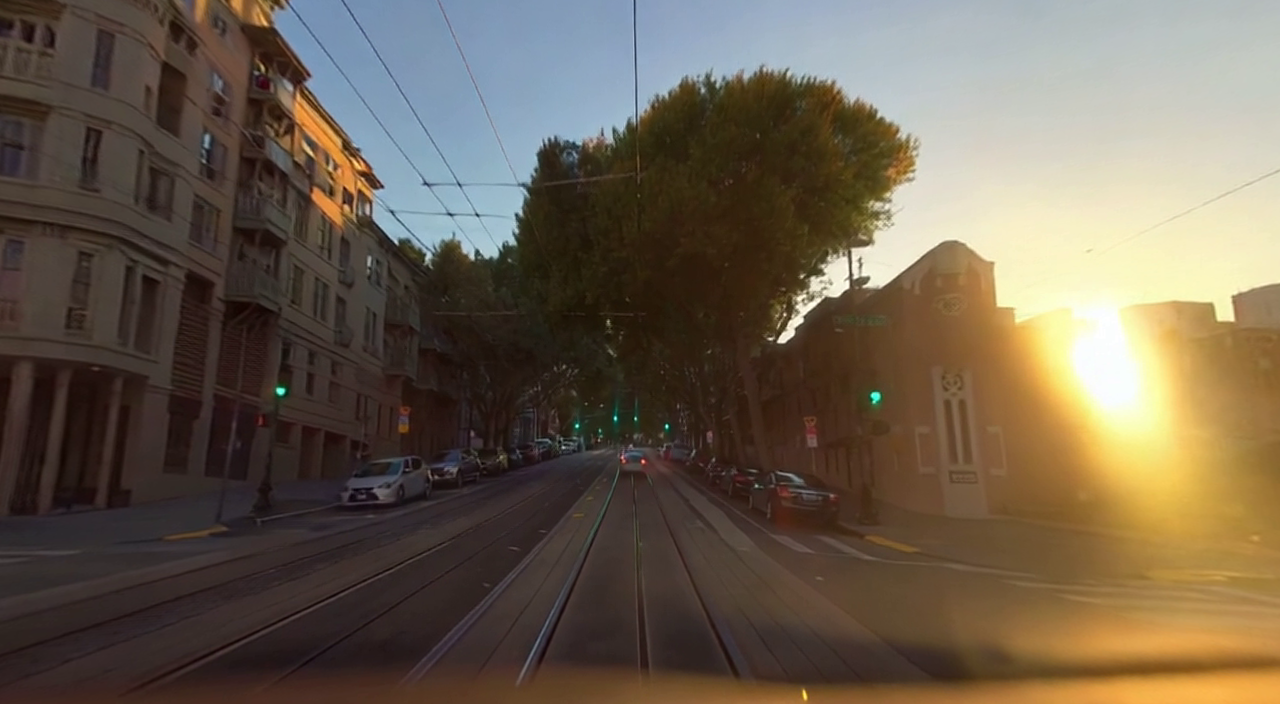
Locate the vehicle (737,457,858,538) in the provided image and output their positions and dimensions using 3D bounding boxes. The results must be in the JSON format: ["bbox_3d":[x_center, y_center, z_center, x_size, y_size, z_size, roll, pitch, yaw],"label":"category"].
[{"bbox_3d":[3.856,3.608,16.290,1.929,1.723,4.134,0,-8,-2],"label":"vehicle"}]

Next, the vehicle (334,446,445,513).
[{"bbox_3d":[-7.418,3.949,19.176,1.779,1.588,3.953,2,-17,-2],"label":"vehicle"}]

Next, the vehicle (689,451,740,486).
[{"bbox_3d":[3.690,5.847,31.970,1.890,1.559,4.281,0,-8,-3],"label":"vehicle"}]

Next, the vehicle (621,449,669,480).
[{"bbox_3d":[0.218,6.045,34.247,1.984,1.571,3.404,1,-9,-10],"label":"vehicle"}]

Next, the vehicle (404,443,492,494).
[{"bbox_3d":[-7.407,4.628,24.940,1.861,1.751,4.550,1,-11,2],"label":"vehicle"}]
